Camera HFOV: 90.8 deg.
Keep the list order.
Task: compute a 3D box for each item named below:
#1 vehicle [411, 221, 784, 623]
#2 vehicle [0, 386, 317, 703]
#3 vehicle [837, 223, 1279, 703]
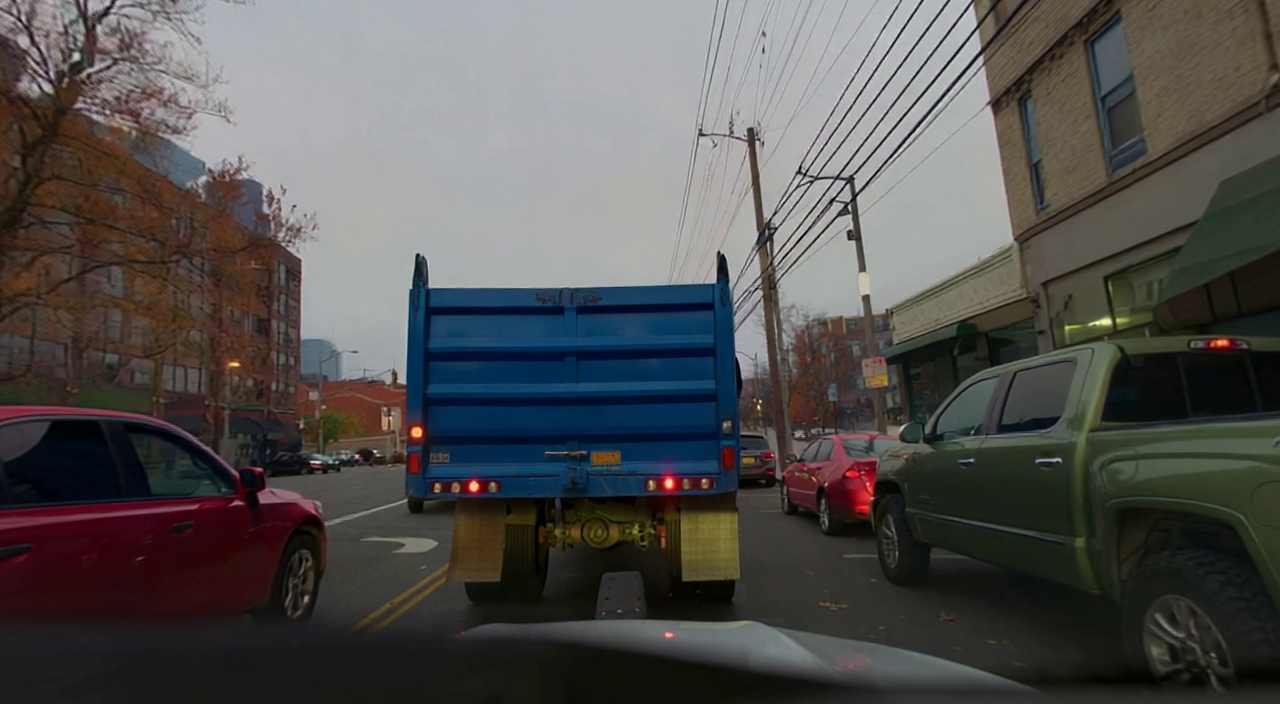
[{"bbox_3d":[-0.229,1.099,9.170,2.878,3.204,8.244,0,-8,2],"label":"vehicle"},{"bbox_3d":[-4.121,1.107,3.770,1.988,1.657,4.492,0,-8,0],"label":"vehicle"},{"bbox_3d":[3.237,0.844,3.869,2.242,1.979,5.722,0,-8,0],"label":"vehicle"}]
